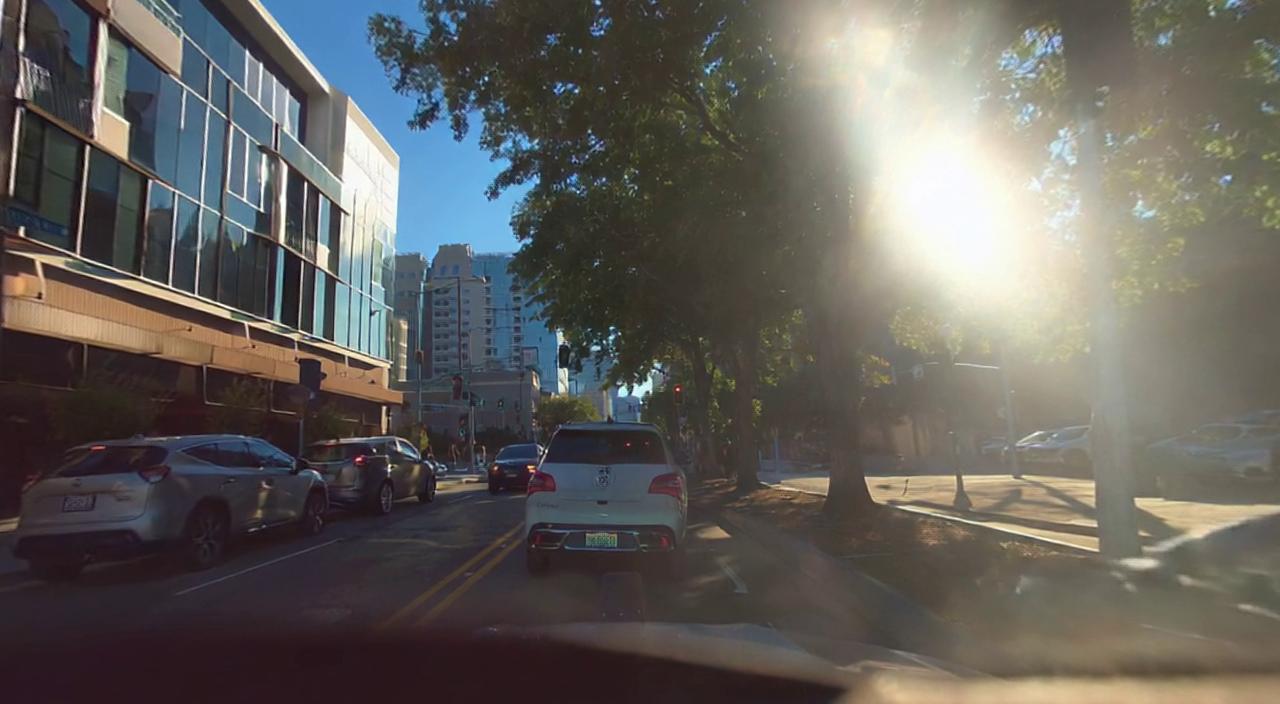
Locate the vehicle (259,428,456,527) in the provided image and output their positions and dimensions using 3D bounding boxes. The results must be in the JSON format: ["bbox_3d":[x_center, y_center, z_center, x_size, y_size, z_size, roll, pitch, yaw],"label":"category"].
[{"bbox_3d":[-5.873,2.652,13.969,2.077,1.791,4.751,0,-9,1],"label":"vehicle"}]

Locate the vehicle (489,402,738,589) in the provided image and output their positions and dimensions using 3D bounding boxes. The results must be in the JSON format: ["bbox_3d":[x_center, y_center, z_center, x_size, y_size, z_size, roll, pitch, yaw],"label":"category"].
[{"bbox_3d":[-0.228,1.599,7.785,2.258,1.687,3.934,0,-9,1],"label":"vehicle"}]

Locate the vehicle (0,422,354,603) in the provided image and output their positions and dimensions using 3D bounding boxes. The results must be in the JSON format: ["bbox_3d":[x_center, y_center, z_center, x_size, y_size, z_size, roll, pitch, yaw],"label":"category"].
[{"bbox_3d":[-5.751,1.856,8.287,1.904,1.684,4.529,0,-9,-1],"label":"vehicle"}]

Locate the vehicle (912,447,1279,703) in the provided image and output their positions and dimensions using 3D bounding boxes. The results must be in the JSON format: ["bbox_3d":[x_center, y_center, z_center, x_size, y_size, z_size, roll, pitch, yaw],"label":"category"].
[{"bbox_3d":[2.479,0.883,1.269,1.882,1.354,4.749,0,-9,2],"label":"vehicle"}]
